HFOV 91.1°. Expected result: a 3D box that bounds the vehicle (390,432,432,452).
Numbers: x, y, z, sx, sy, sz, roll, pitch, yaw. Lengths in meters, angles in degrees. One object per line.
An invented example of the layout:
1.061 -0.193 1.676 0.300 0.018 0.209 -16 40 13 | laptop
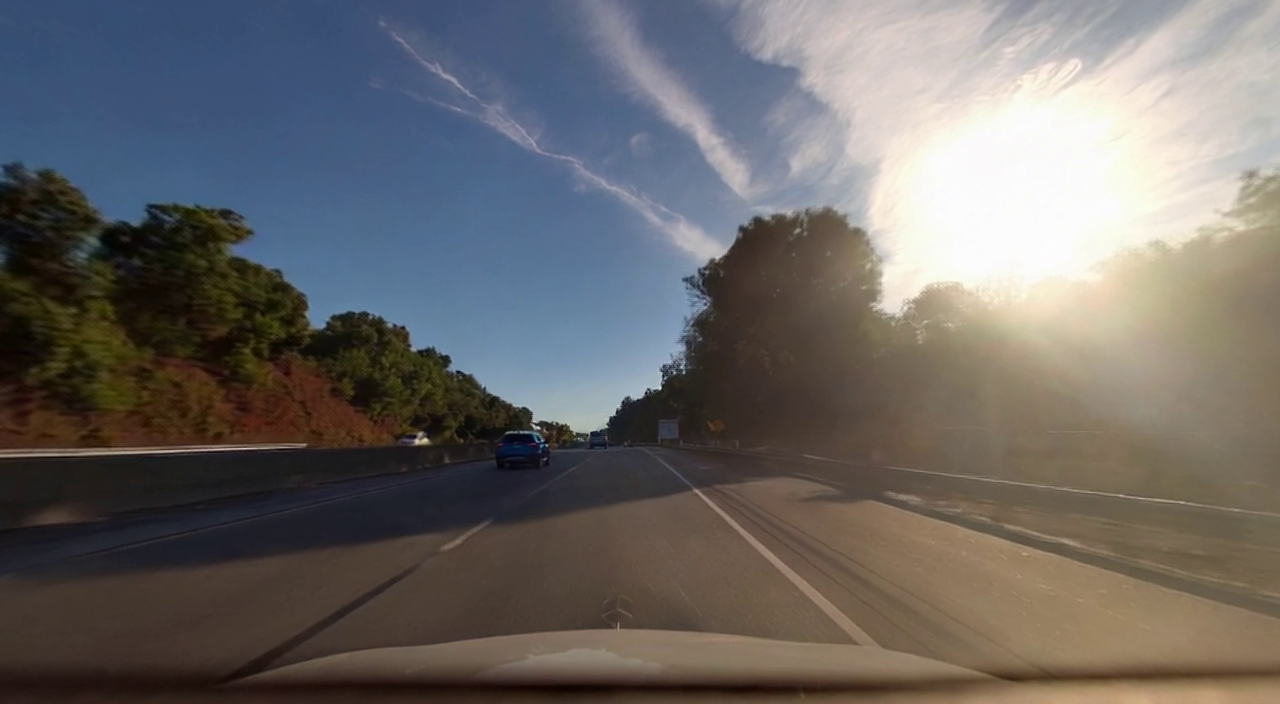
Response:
-17.592 6.910 48.513 1.840 1.483 3.848 0 -8 -1 | vehicle

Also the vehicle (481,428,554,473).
-4.799 3.910 25.343 2.070 1.647 4.577 0 -8 -1 | vehicle
